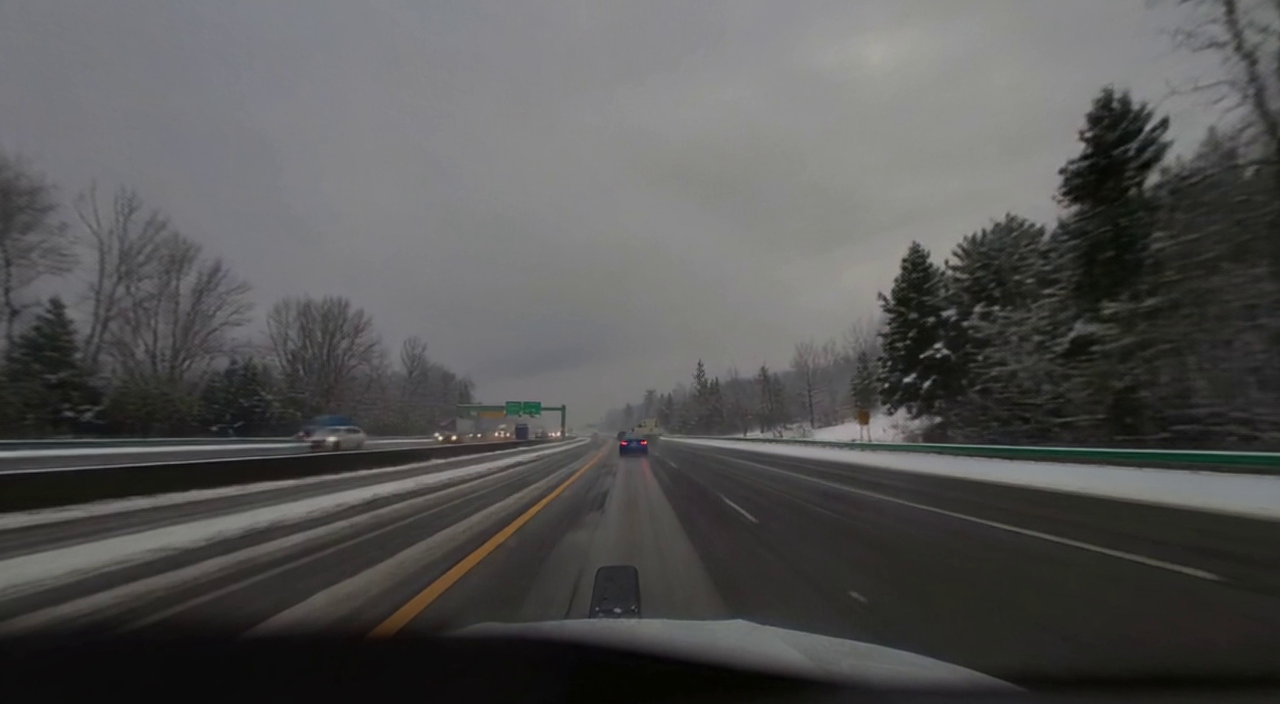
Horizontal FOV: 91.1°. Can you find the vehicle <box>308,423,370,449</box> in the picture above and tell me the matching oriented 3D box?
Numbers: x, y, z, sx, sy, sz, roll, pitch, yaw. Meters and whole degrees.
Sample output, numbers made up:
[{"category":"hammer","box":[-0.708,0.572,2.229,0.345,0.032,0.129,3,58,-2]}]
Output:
[{"category":"vehicle","box":[-18.916,5.337,39.718,1.881,1.526,4.317,0,-8,-1]}]

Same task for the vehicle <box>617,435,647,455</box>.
[{"category":"vehicle","box":[-0.654,7.034,47.905,2.121,1.445,4.187,0,-8,-2]}]

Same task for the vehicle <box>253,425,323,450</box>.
[{"category":"vehicle","box":[-22.555,5.501,40.513,2.016,1.544,4.478,0,-8,-1]}]
